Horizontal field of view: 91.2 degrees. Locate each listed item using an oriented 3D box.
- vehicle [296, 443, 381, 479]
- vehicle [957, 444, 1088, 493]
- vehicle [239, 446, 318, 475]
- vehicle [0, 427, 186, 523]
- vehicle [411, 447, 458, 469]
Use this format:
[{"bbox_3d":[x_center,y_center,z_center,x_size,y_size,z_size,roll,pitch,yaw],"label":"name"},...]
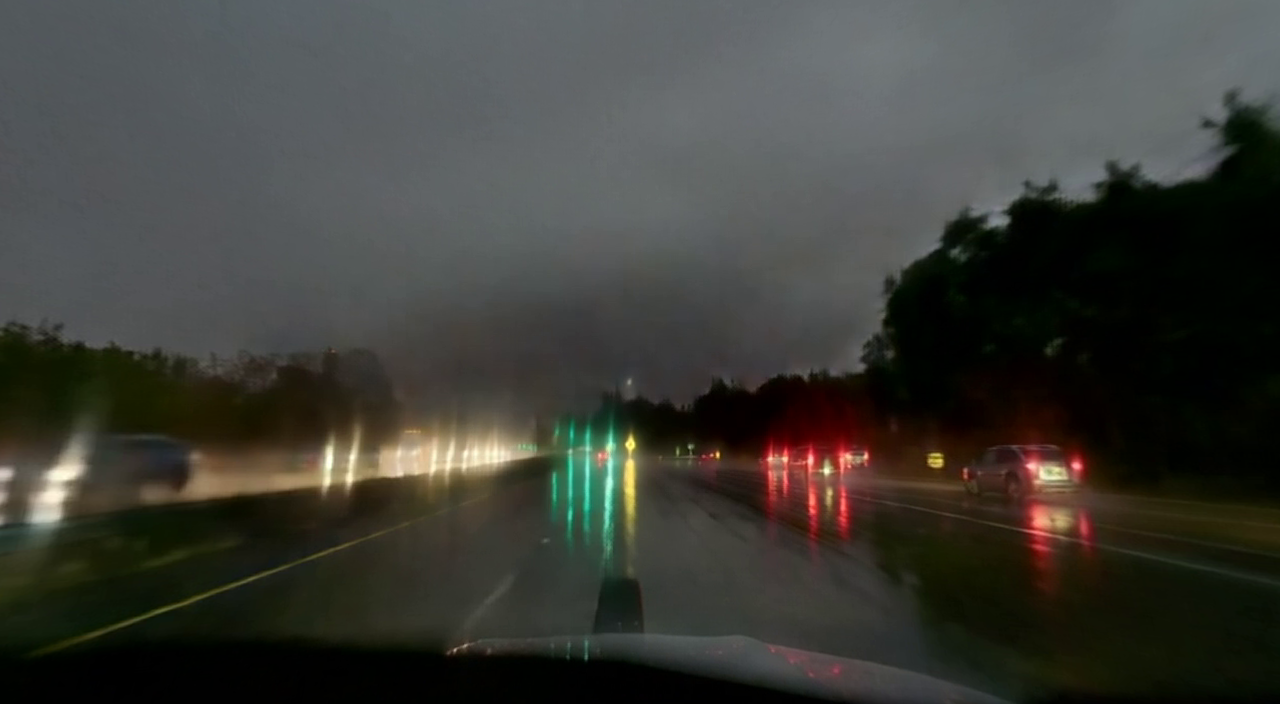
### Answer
[{"bbox_3d":[-13.545,4.919,28.474,1.842,1.507,4.406,0,-9,-3],"label":"vehicle"},{"bbox_3d":[14.889,4.542,24.791,2.020,1.738,4.549,0,-9,-4],"label":"vehicle"},{"bbox_3d":[-20.138,6.060,35.129,1.879,1.501,4.593,0,-9,-3],"label":"vehicle"},{"bbox_3d":[-11.322,2.288,12.018,1.881,1.515,4.661,0,-9,-3],"label":"vehicle"},{"bbox_3d":[-14.527,7.496,44.504,1.898,1.484,4.729,0,-9,-2],"label":"vehicle"}]
